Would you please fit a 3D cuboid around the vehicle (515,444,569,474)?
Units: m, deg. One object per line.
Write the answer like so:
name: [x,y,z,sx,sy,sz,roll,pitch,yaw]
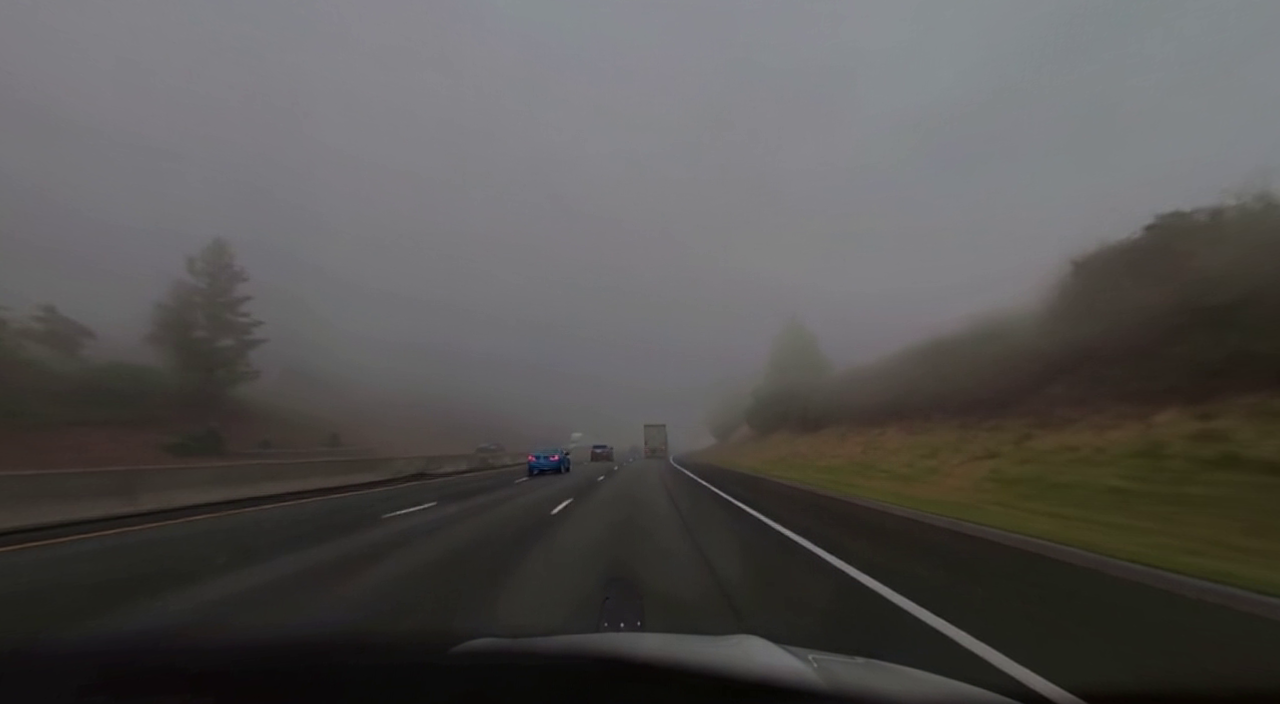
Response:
vehicle: [-5.031,5.556,32.979,2.078,1.469,4.371,0,-9,0]
